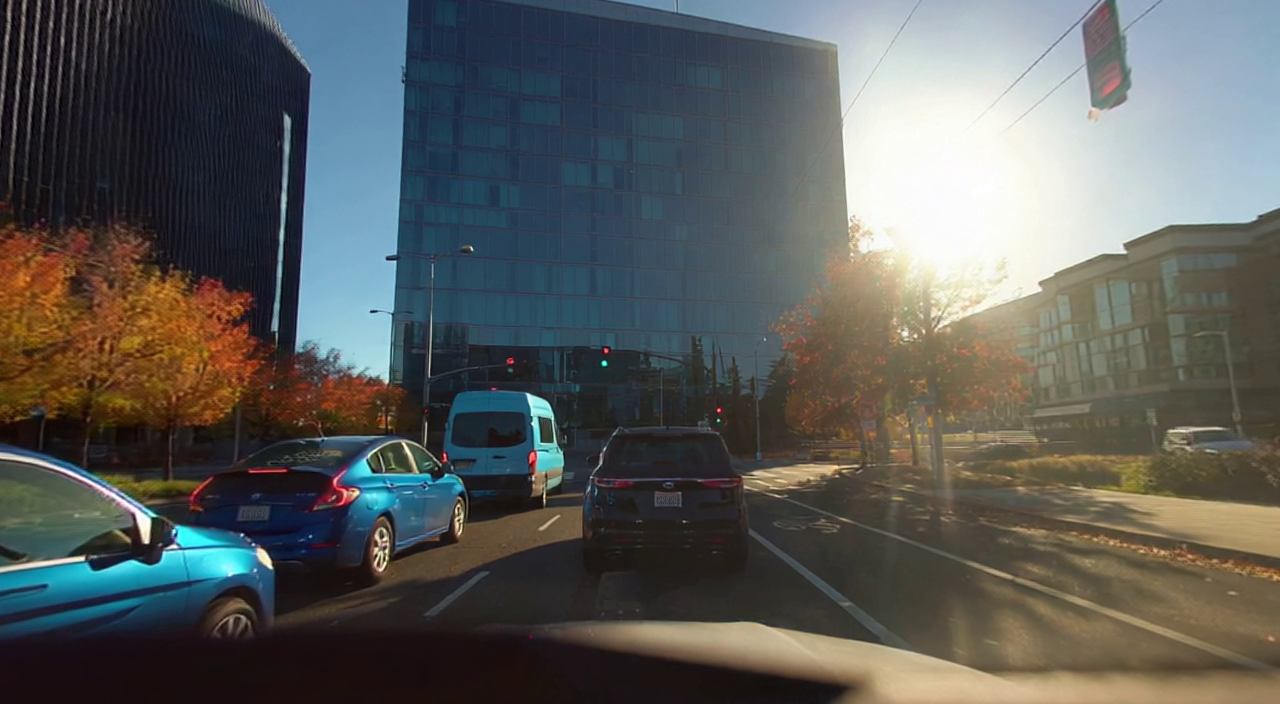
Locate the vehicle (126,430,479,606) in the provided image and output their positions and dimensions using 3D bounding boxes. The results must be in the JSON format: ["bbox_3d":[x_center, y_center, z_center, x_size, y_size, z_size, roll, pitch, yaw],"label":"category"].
[{"bbox_3d":[-3.480,1.774,7.616,1.955,1.499,4.223,0,-9,0],"label":"vehicle"}]

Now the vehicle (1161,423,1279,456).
[{"bbox_3d":[28.447,4.335,30.814,1.762,1.487,4.488,-1,-9,1],"label":"vehicle"}]

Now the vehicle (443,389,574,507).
[{"bbox_3d":[-3.265,2.593,17.040,2.343,2.635,5.684,0,-9,-1],"label":"vehicle"}]

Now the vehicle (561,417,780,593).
[{"bbox_3d":[0.199,1.669,7.568,1.979,1.562,3.630,0,-9,-3],"label":"vehicle"}]

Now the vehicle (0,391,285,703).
[{"bbox_3d":[-2.905,0.817,1.515,1.893,1.491,3.798,0,-9,-1],"label":"vehicle"}]
